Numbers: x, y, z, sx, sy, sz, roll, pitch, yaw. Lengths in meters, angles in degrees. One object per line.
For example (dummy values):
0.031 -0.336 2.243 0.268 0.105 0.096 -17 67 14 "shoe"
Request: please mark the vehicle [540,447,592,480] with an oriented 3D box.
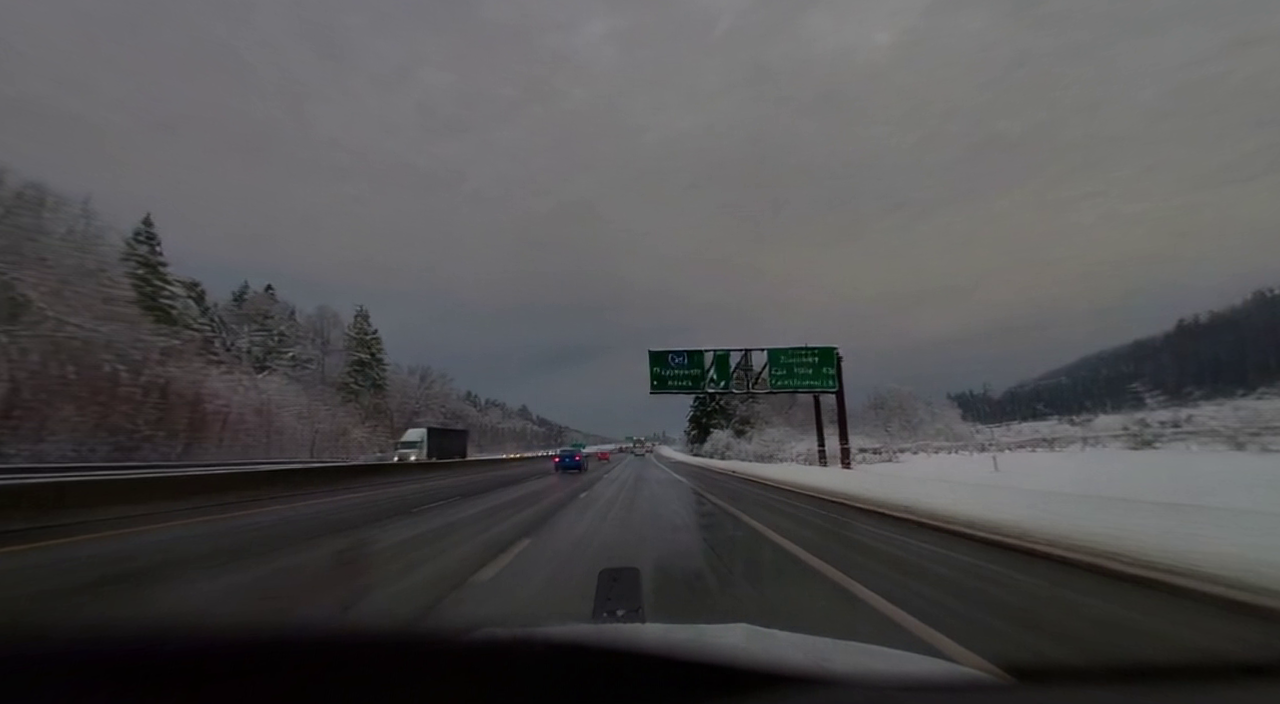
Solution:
-3.627 5.556 31.714 2.121 1.537 3.852 0 -9 0 "vehicle"
